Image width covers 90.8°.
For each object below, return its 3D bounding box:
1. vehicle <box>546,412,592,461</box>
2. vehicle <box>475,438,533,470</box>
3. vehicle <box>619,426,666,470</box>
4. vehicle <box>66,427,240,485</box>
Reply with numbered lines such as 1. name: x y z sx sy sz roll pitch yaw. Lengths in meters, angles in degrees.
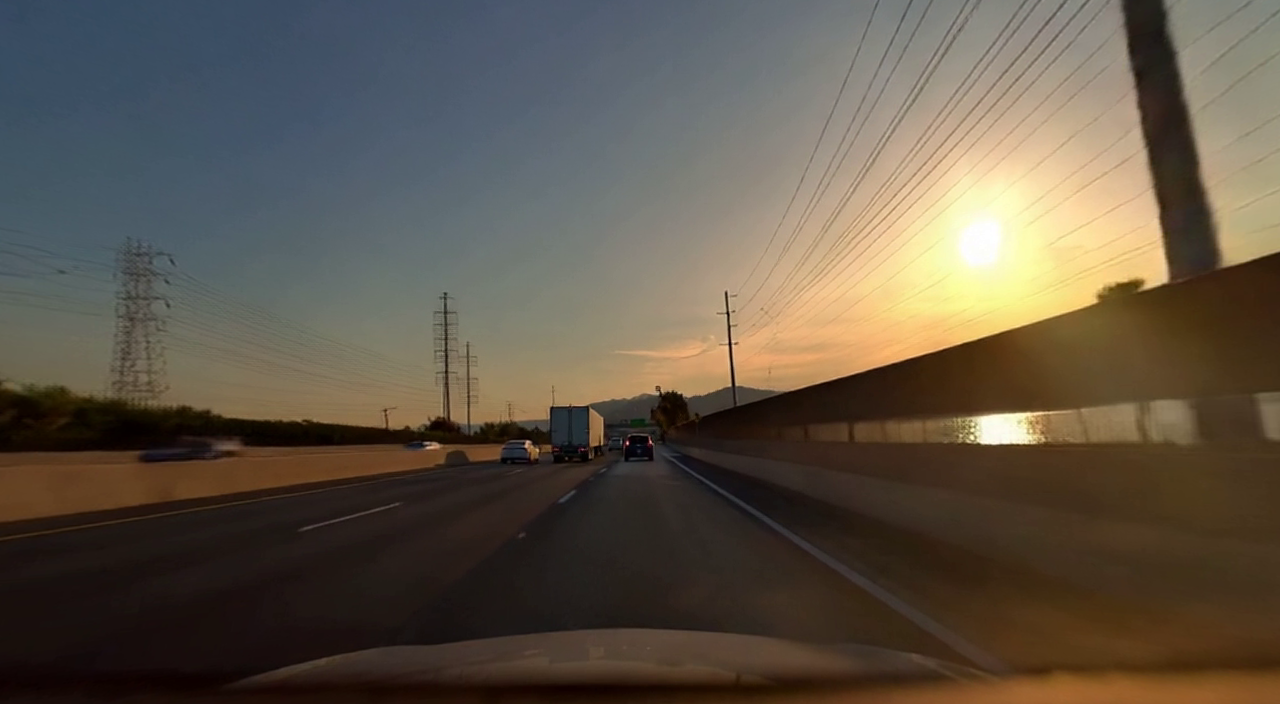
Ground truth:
1. vehicle: -3.742 4.543 33.855 2.178 2.522 2.054 0 -9 1
2. vehicle: -7.129 5.415 33.647 2.004 1.545 4.513 0 -8 1
3. vehicle: 0.138 5.088 33.601 2.358 2.144 4.713 0 -8 0
4. vehicle: -16.297 3.512 21.566 1.972 1.723 4.983 0 -8 0
